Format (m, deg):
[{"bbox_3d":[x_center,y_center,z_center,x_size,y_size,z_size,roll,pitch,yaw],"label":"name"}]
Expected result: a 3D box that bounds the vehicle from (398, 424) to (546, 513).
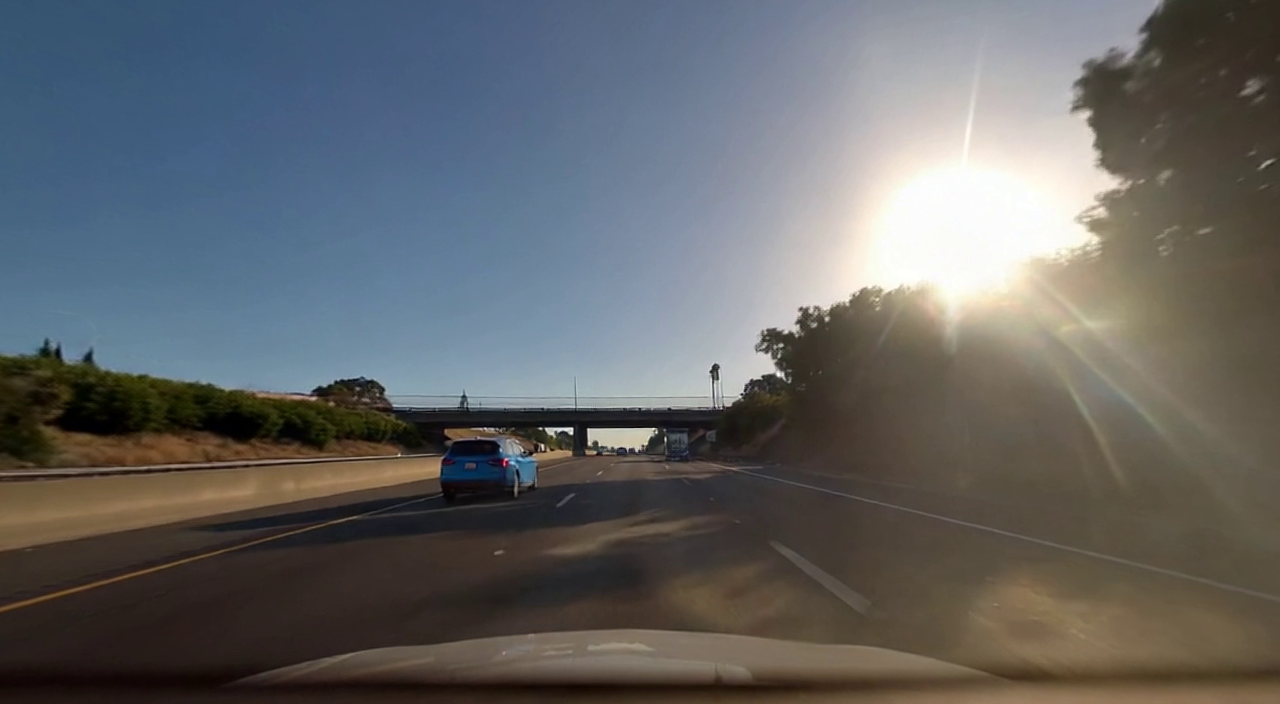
[{"bbox_3d":[-3.821,2.770,15.517,2.205,1.773,5.124,0,-9,0],"label":"vehicle"}]
